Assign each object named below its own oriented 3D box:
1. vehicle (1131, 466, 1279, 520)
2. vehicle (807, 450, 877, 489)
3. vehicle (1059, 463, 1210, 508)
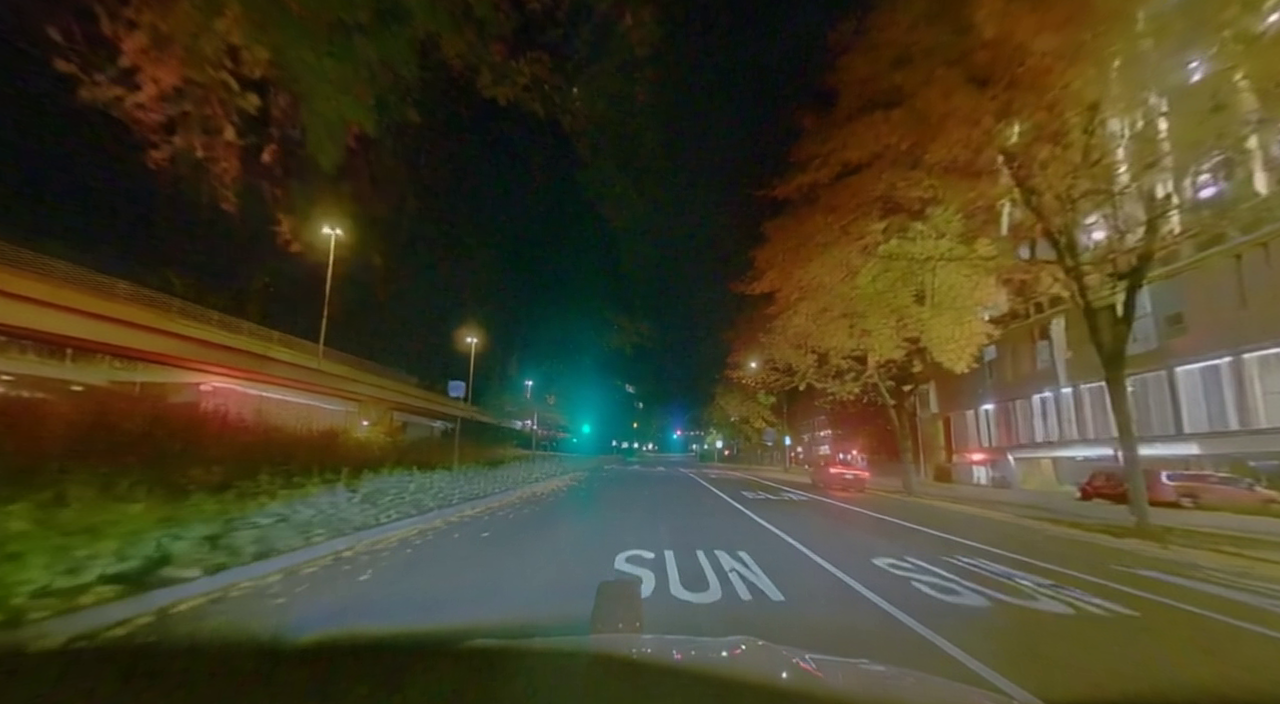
[{"bbox_3d":[19.692,4.660,21.001,4.635,1.552,2.334,0,-9,2],"label":"vehicle"},{"bbox_3d":[10.572,6.166,33.373,2.187,1.871,4.576,1,-9,0],"label":"vehicle"},{"bbox_3d":[18.612,5.028,23.838,4.089,1.519,1.920,1,-9,-1],"label":"vehicle"}]
